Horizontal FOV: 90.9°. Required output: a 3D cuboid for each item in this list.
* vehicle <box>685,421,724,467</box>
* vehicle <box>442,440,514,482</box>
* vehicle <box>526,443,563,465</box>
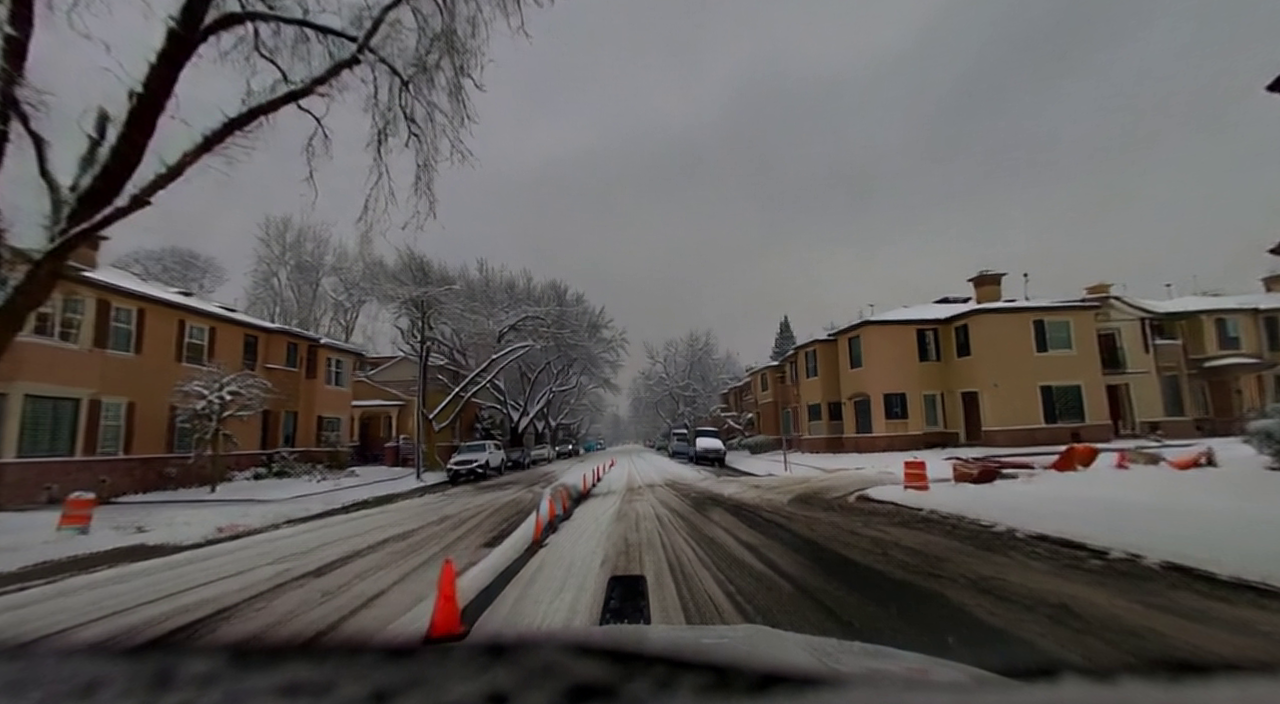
[{"bbox_3d":[3.793,5.480,37.688,2.082,2.534,3.248,-2,-8,3],"label":"vehicle"},{"bbox_3d":[-6.801,4.583,26.892,1.957,1.608,4.476,0,-8,-1],"label":"vehicle"},{"bbox_3d":[-6.942,7.443,46.248,1.974,1.479,4.607,0,-8,0],"label":"vehicle"}]
